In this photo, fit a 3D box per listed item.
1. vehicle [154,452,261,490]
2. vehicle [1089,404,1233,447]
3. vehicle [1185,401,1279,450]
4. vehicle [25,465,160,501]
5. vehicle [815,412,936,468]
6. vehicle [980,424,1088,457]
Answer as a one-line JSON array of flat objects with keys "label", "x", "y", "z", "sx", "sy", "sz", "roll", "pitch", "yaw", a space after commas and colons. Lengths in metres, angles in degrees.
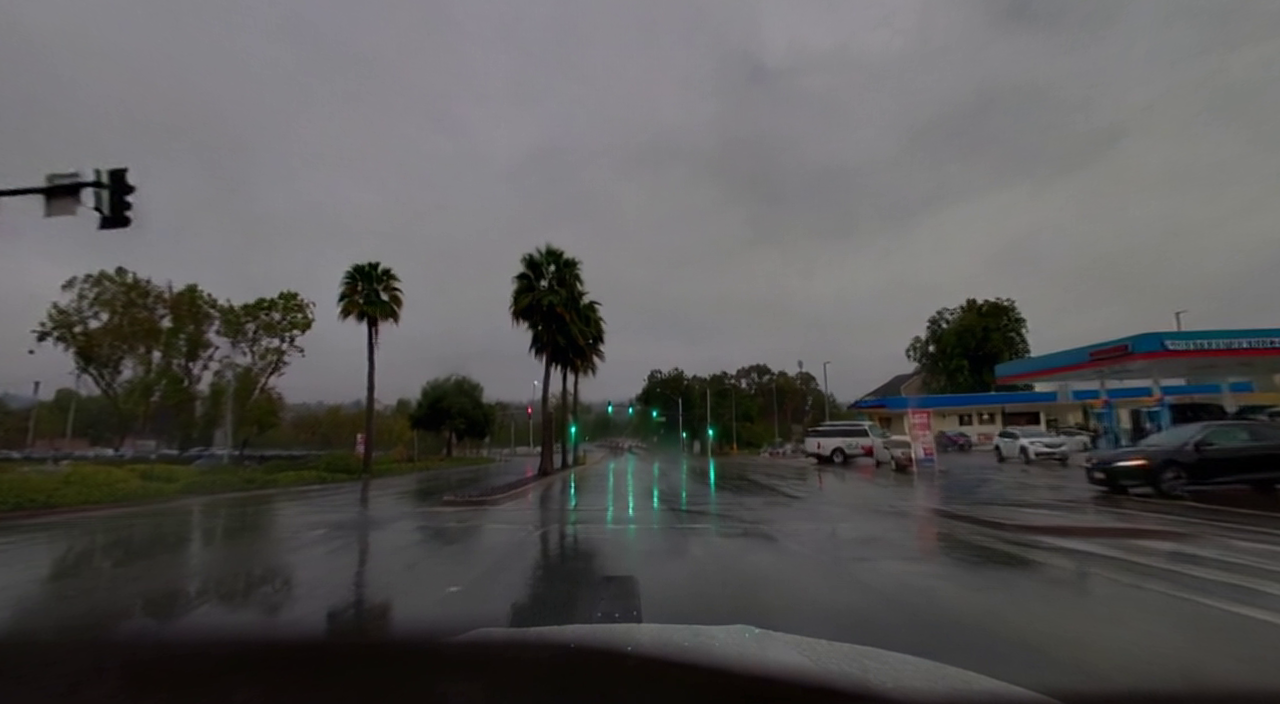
[{"label": "vehicle", "x": -25.912, "y": 7.132, "z": 38.004, "sx": 5.056, "sy": 1.839, "sz": 1.957, "roll": -3, "pitch": -6, "yaw": -1}, {"label": "vehicle", "x": 28.927, "y": 4.136, "z": 35.257, "sx": 5.625, "sy": 2.303, "sz": 2.592, "roll": 0, "pitch": -8, "yaw": 2}, {"label": "vehicle", "x": 29.905, "y": 3.487, "z": 29.804, "sx": 6.052, "sy": 2.171, "sz": 2.511, "roll": 0, "pitch": -8, "yaw": -2}, {"label": "vehicle", "x": -25.823, "y": 6.175, "z": 29.918, "sx": 4.448, "sy": 1.525, "sz": 1.835, "roll": 1, "pitch": -9, "yaw": -5}, {"label": "vehicle", "x": 13.303, "y": 5.178, "z": 37.040, "sx": 2.944, "sy": 2.783, "sz": 10.332, "roll": 0, "pitch": -8, "yaw": -1}, {"label": "vehicle", "x": 21.608, "y": 4.890, "z": 34.782, "sx": 4.578, "sy": 1.756, "sz": 2.042, "roll": 0, "pitch": -8, "yaw": -4}]
